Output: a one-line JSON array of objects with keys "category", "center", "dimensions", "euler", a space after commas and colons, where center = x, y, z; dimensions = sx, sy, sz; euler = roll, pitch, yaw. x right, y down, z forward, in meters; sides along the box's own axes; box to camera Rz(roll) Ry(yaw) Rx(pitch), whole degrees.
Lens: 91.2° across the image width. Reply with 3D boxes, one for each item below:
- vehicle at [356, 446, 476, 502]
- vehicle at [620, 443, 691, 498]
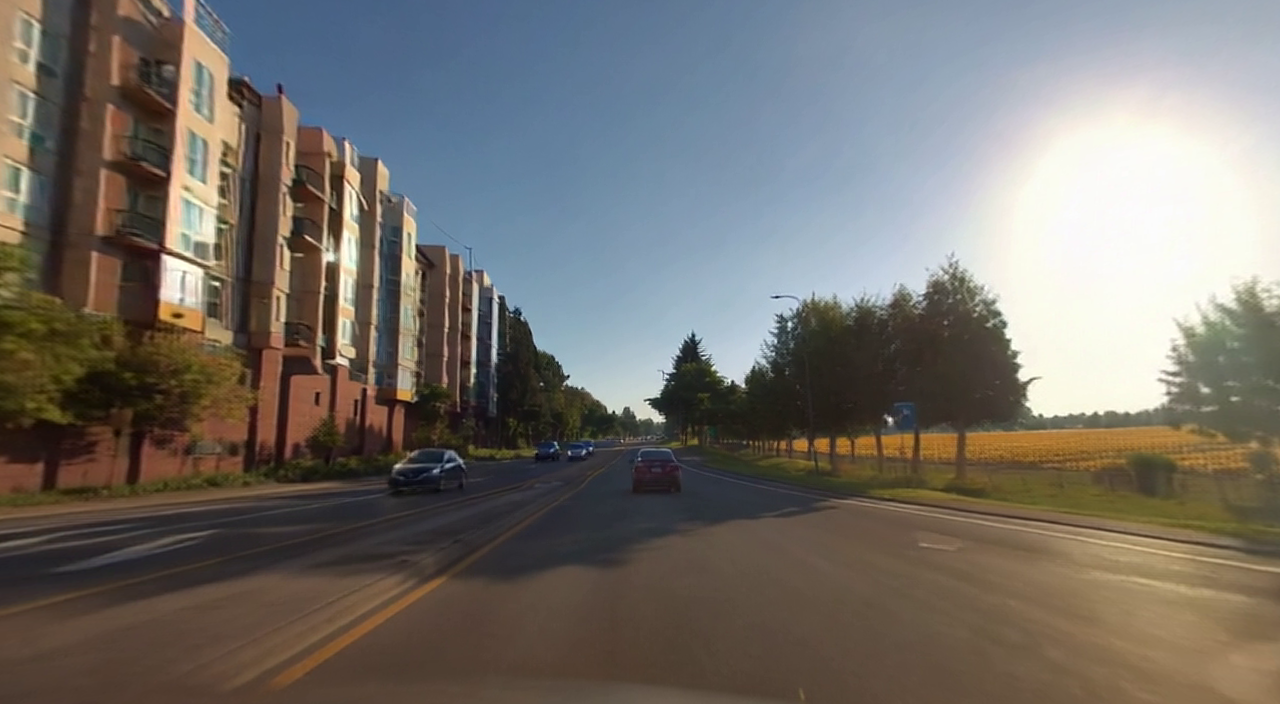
[{"category": "vehicle", "center": [-6.757, 3.704, 19.469], "dimensions": [2.018, 1.498, 4.168], "euler": [-1, -9, 3]}, {"category": "vehicle", "center": [0.430, 3.680, 19.842], "dimensions": [2.014, 1.525, 3.670], "euler": [-1, -9, -1]}]
